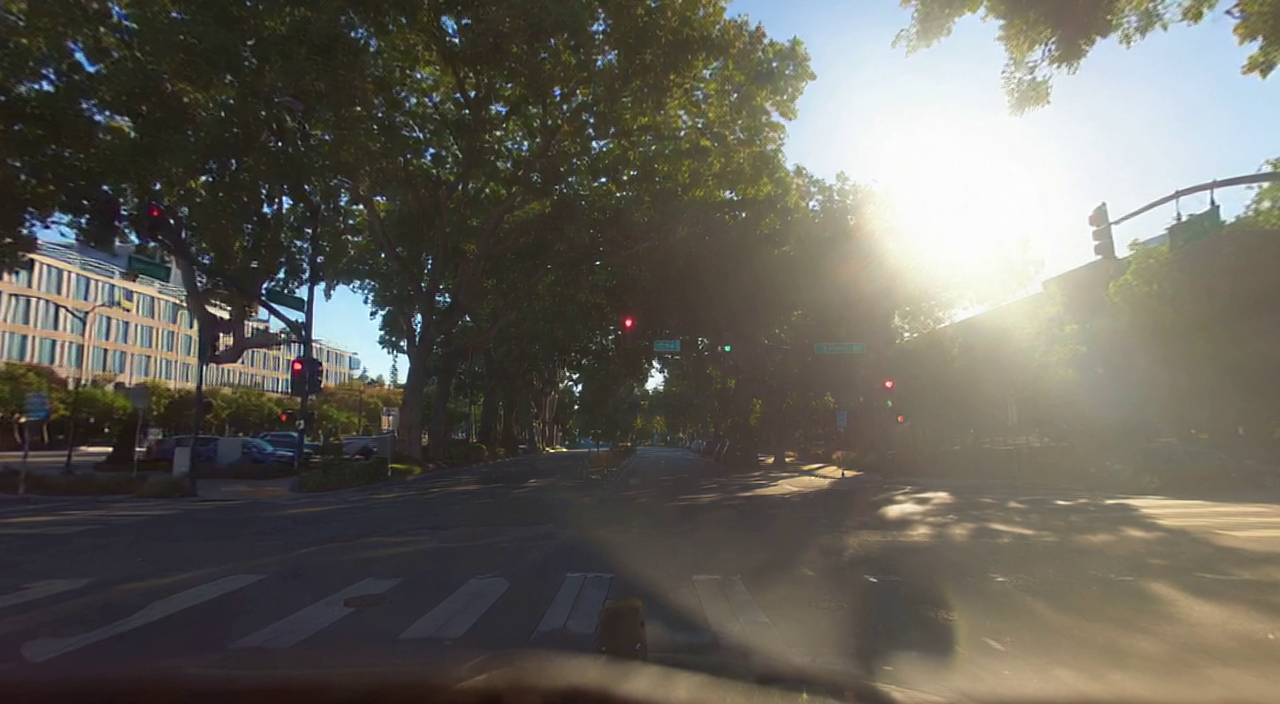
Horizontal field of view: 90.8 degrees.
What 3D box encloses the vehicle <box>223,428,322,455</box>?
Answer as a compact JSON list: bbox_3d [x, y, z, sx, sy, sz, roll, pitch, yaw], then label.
[{"bbox_3d":[-22.402,5.515,38.708,4.765,1.593,1.891,1,-9,-8],"label":"vehicle"}]
